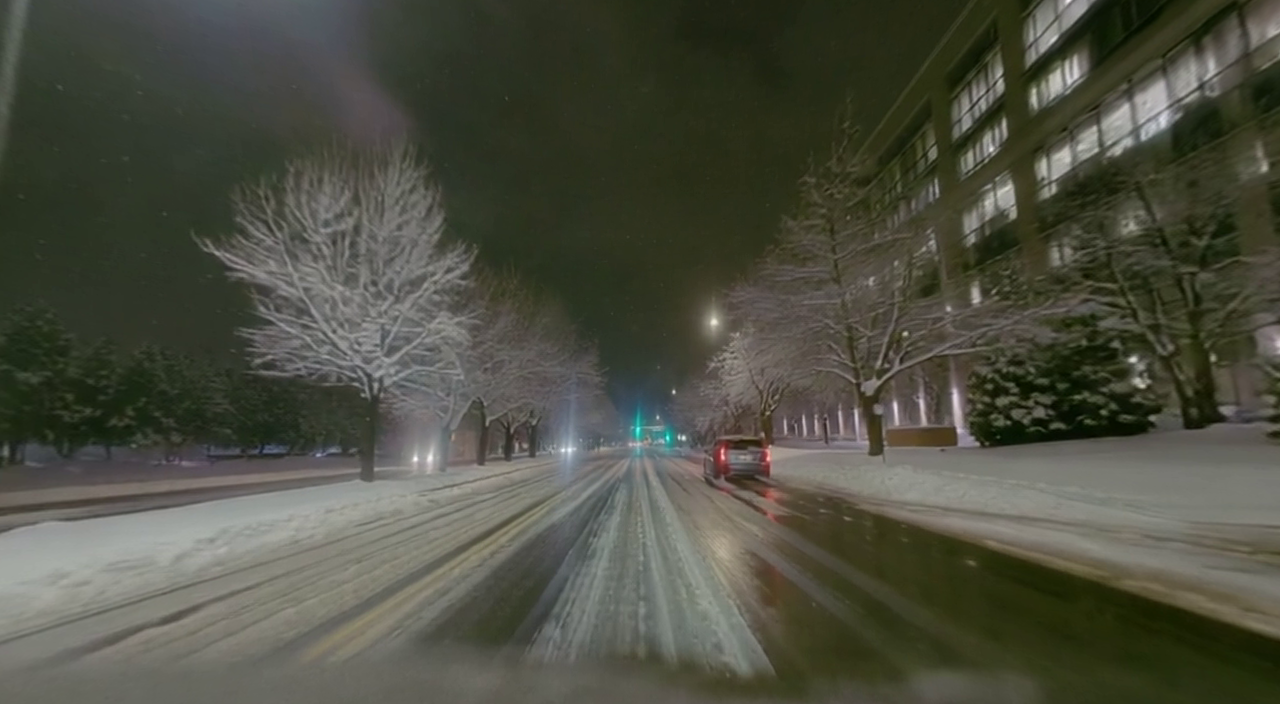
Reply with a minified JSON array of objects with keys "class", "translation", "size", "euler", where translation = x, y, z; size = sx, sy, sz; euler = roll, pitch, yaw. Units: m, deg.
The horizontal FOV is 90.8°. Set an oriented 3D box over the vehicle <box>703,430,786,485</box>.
[{"class":"vehicle","translation":[3.554,3.669,22.330],"size":[2.083,1.743,4.354],"euler":[0,-8,-1]}]
